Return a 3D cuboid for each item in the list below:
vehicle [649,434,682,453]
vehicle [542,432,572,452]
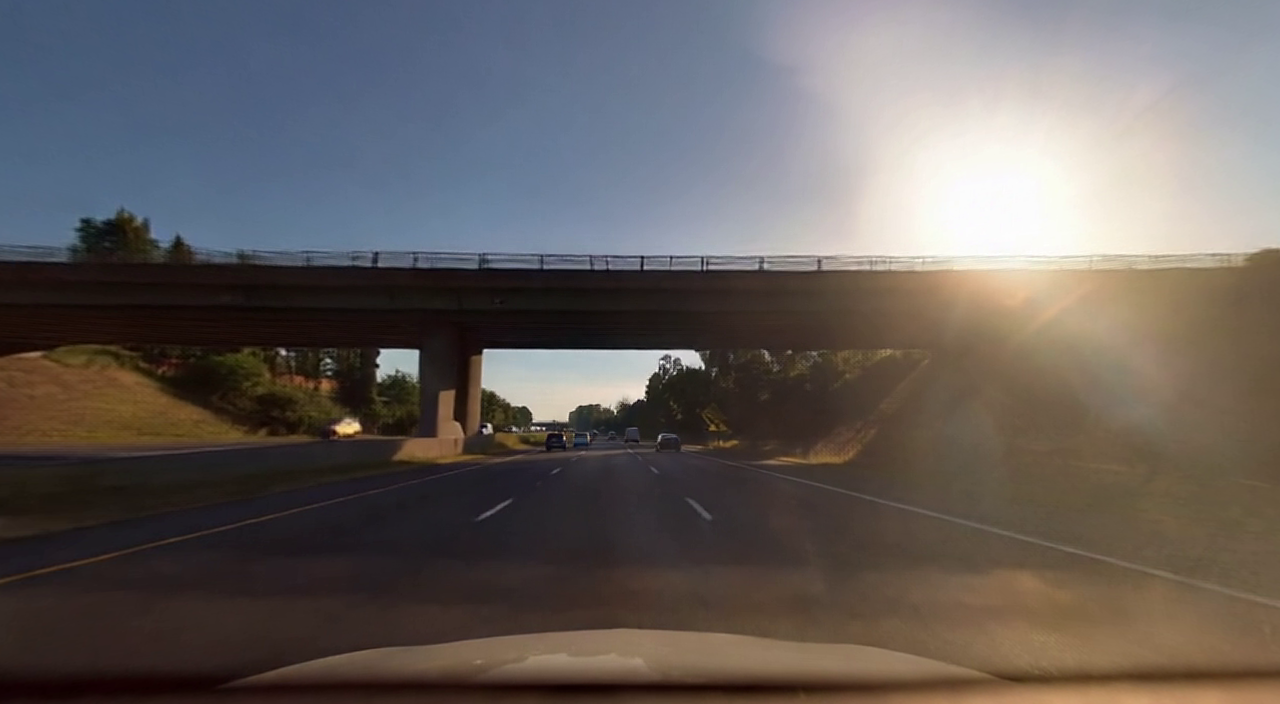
[{"bbox_3d":[1.774,6.486,44.722,1.999,1.329,3.913,1,-8,-3],"label":"vehicle"},{"bbox_3d":[-6.320,6.877,48.134,1.966,1.460,3.519,0,-8,-2],"label":"vehicle"}]
